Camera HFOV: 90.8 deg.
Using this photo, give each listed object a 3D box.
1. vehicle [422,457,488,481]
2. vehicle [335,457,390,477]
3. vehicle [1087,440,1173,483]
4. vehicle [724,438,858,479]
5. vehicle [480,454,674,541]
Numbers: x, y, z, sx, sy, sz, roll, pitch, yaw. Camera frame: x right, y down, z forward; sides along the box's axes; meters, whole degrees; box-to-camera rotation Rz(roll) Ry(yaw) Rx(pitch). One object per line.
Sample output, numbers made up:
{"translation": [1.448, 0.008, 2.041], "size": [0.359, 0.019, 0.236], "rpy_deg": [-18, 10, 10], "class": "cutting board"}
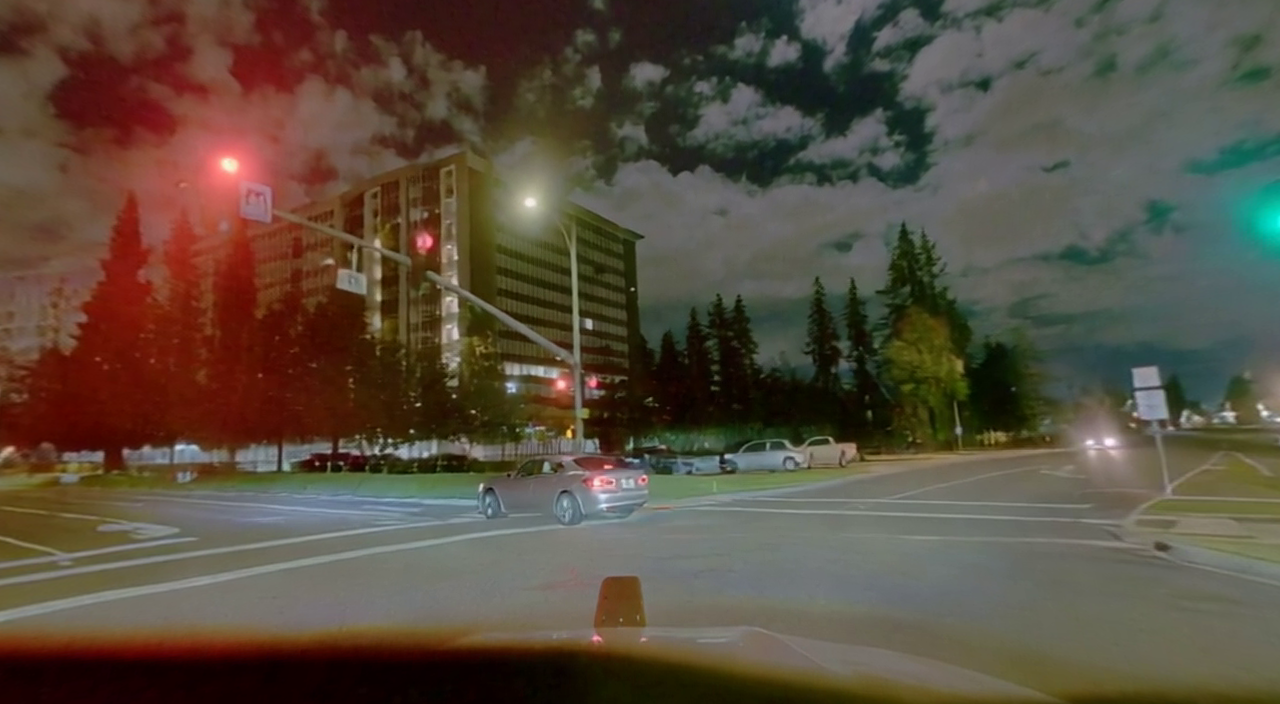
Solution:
{"translation": [-11.959, 7.535, 40.972], "size": [1.709, 1.410, 3.945], "rpy_deg": [-5, -10, 31], "class": "vehicle"}
{"translation": [-20.318, 8.411, 46.338], "size": [1.627, 1.392, 3.330], "rpy_deg": [-5, -10, 31], "class": "vehicle"}
{"translation": [19.069, 4.258, 24.810], "size": [2.024, 1.489, 4.613], "rpy_deg": [-5, -10, 31], "class": "vehicle"}
{"translation": [7.376, 5.227, 31.245], "size": [6.021, 1.868, 2.172], "rpy_deg": [-5, -10, 31], "class": "vehicle"}
{"translation": [-1.483, 2.983, 13.646], "size": [1.903, 1.529, 4.254], "rpy_deg": [8, -12, -43], "class": "vehicle"}
